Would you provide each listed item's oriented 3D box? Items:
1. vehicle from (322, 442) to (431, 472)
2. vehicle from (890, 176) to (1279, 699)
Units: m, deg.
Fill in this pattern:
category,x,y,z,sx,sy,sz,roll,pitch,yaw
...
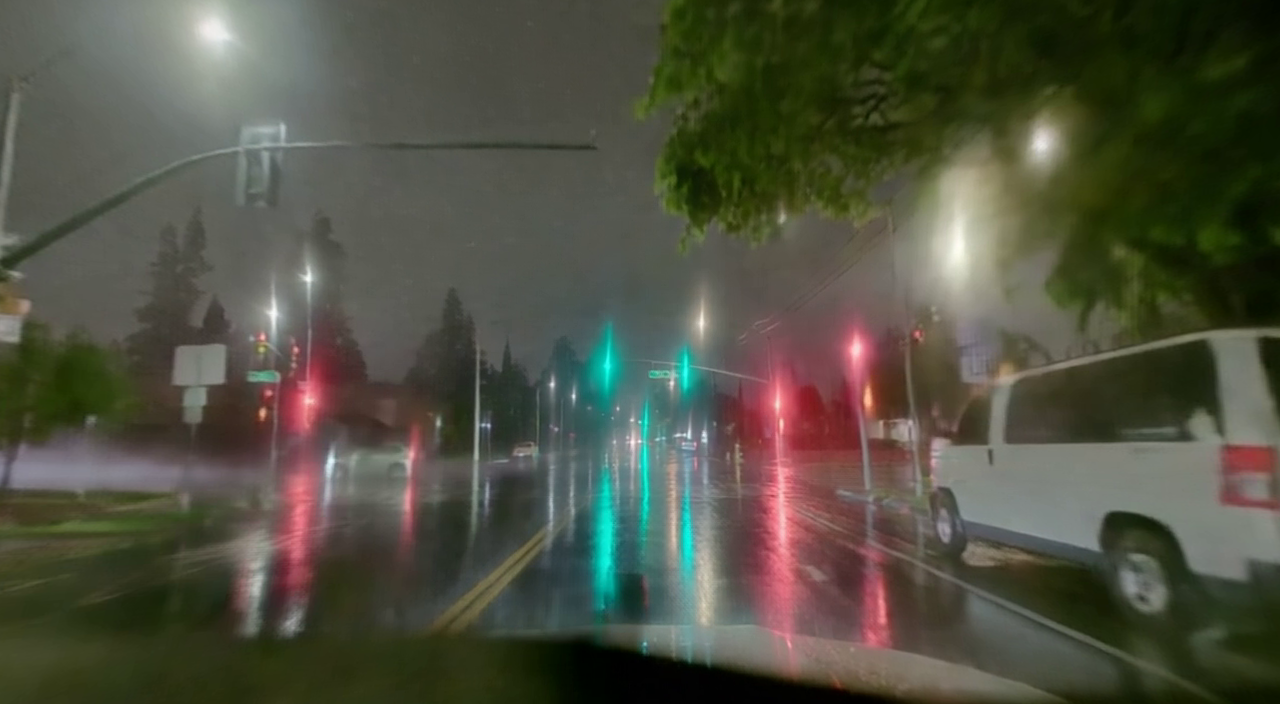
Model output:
category,x,y,z,sx,sy,sz,roll,pitch,yaw
vehicle,-13.236,5.280,31.852,4.606,1.452,1.917,0,-8,1
vehicle,4.549,0.771,5.702,2.398,2.806,4.857,0,-8,-1
